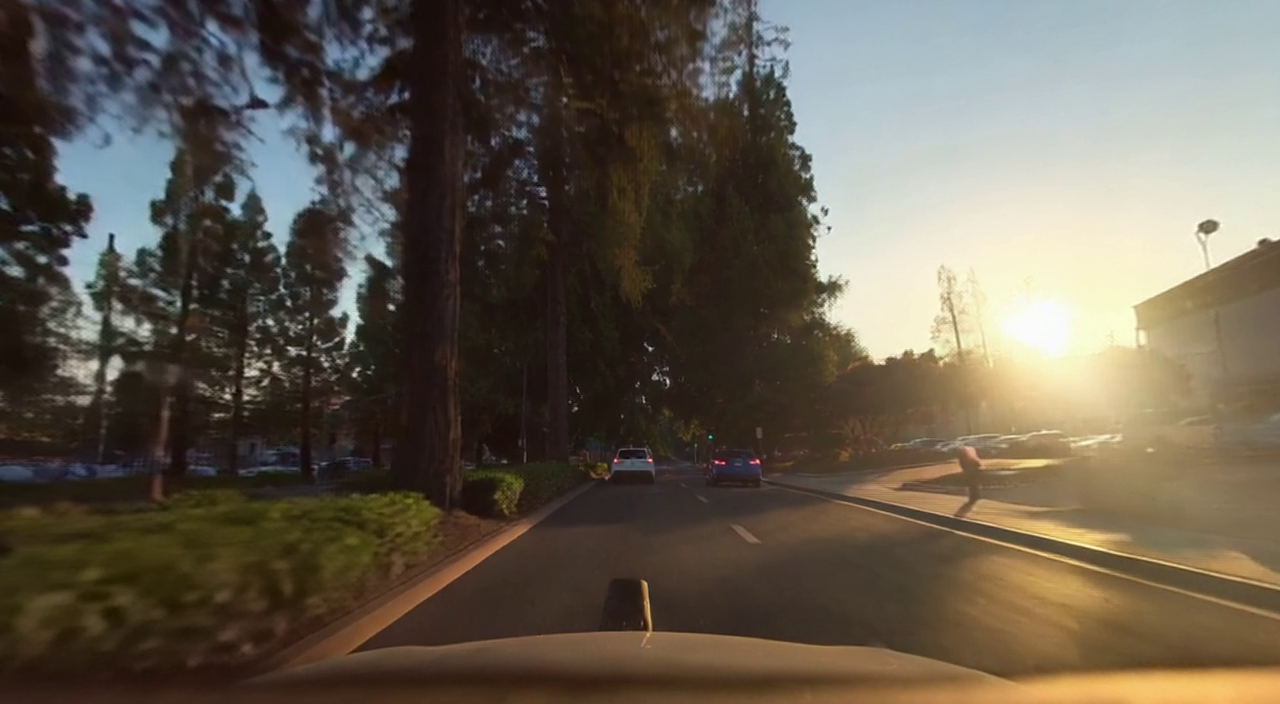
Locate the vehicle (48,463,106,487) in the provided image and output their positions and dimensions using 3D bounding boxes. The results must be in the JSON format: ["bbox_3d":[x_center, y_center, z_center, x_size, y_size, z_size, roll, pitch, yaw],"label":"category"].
[{"bbox_3d":[-37.986,8.268,42.649,1.752,1.396,4.340,5,-10,-26],"label":"vehicle"}]

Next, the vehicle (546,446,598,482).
[{"bbox_3d":[-3.484,5.811,32.986,2.047,1.710,4.314,0,-9,2],"label":"vehicle"}]

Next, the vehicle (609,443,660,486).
[{"bbox_3d":[-0.189,4.783,27.174,2.022,1.700,4.084,0,-9,0],"label":"vehicle"}]

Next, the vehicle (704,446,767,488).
[{"bbox_3d":[3.749,4.577,25.484,1.847,1.554,4.052,0,-9,-1],"label":"vehicle"}]
